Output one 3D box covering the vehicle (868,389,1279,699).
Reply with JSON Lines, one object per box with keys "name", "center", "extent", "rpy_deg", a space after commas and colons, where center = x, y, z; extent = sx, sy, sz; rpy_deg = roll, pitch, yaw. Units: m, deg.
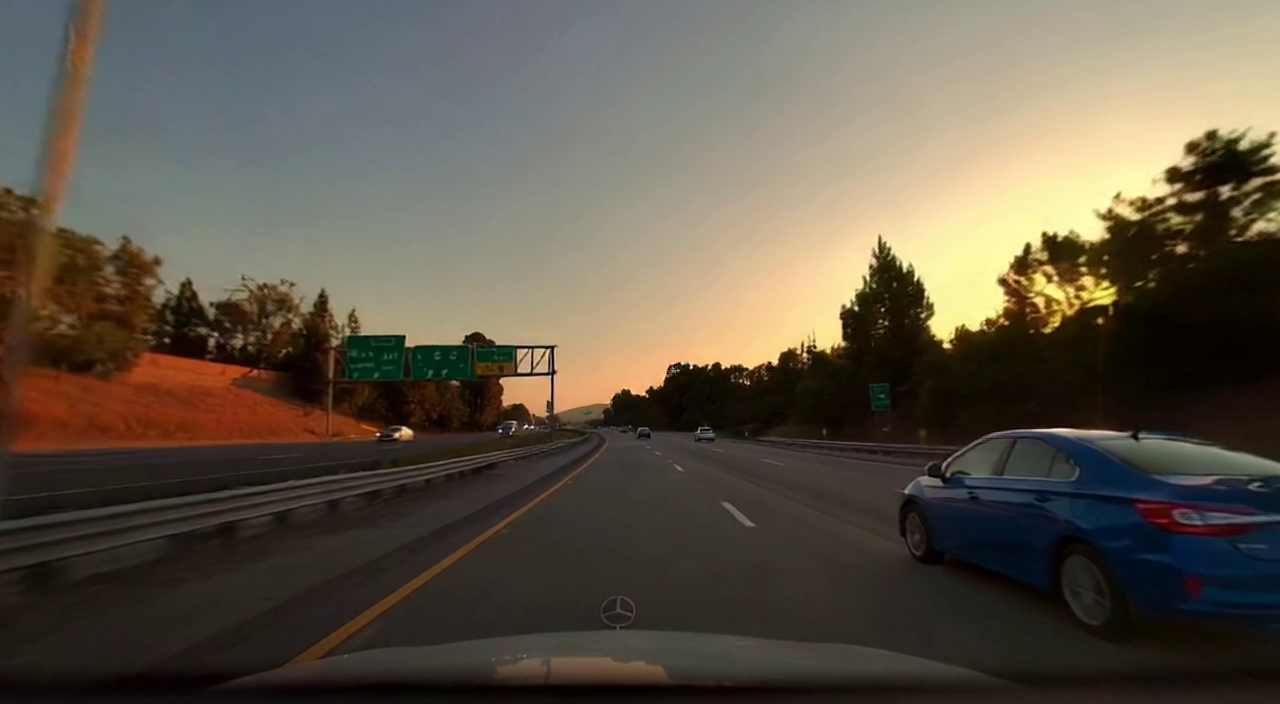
{"name": "vehicle", "center": [3.653, 1.179, 5.123], "extent": [1.977, 1.443, 4.225], "rpy_deg": [0, -8, -1]}
